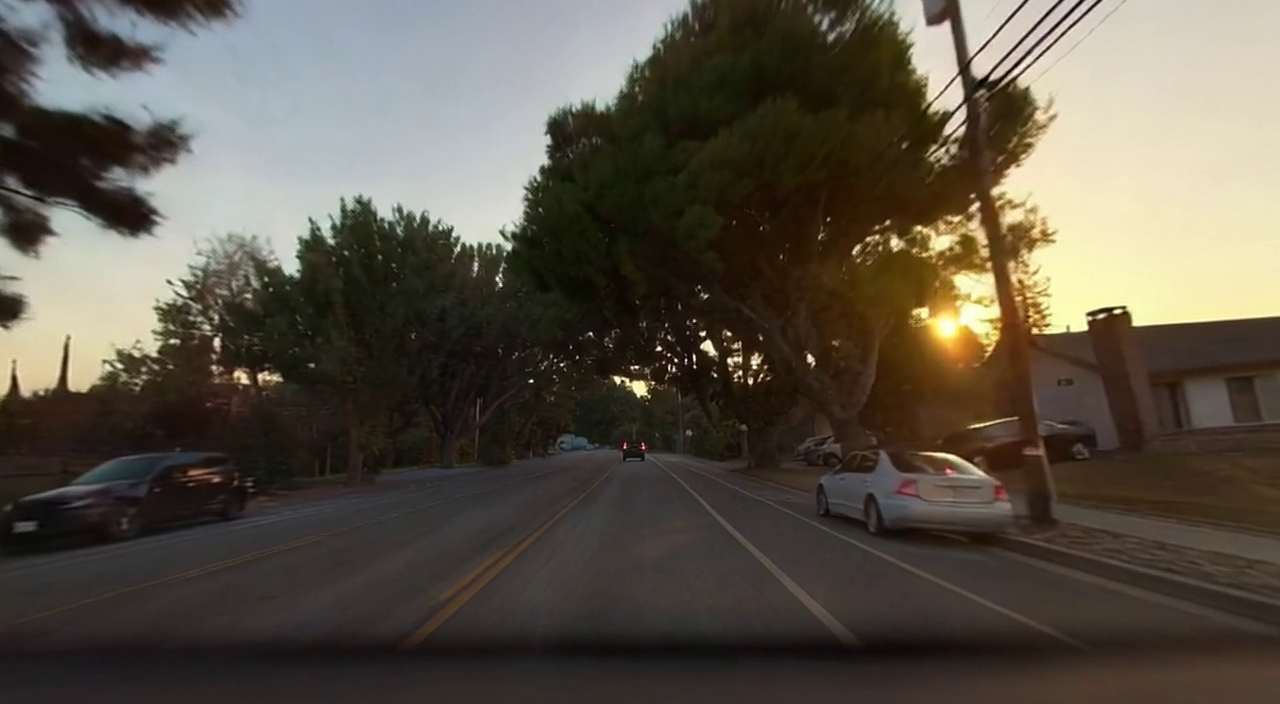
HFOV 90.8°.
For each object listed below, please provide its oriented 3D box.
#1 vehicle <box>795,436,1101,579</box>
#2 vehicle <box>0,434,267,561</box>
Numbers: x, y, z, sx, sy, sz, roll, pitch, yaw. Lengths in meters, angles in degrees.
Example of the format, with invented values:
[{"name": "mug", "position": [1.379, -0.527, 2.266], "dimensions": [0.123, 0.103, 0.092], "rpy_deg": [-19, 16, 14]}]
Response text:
[{"name": "vehicle", "position": [3.919, 2.030, 9.182], "dimensions": [2.167, 1.535, 4.464], "rpy_deg": [0, -8, 0]}, {"name": "vehicle", "position": [-10.939, 3.017, 13.960], "dimensions": [2.111, 2.050, 5.328], "rpy_deg": [-7, -8, 0]}]
